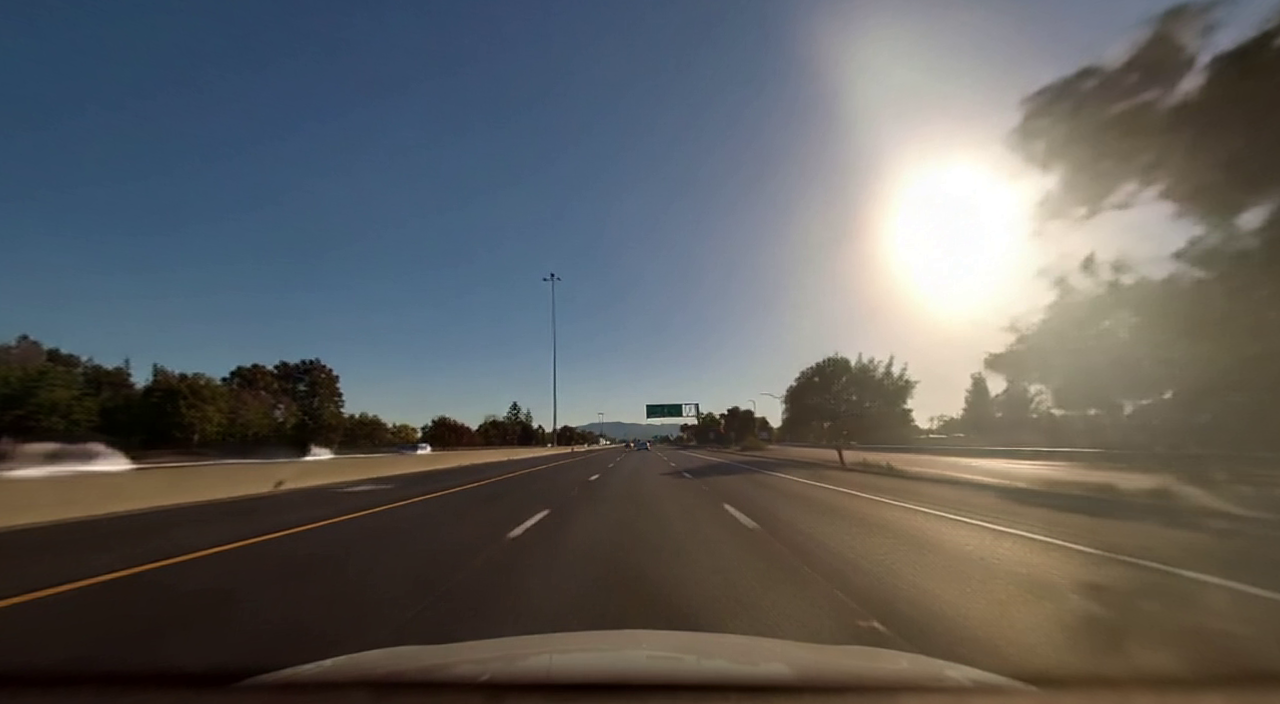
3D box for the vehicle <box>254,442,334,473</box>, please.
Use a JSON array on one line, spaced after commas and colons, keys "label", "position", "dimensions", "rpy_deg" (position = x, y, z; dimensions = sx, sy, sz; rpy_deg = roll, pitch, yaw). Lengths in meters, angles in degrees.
[{"label": "vehicle", "position": [-19.635, 5.983, 36.018], "dimensions": [1.936, 1.604, 4.556], "rpy_deg": [0, -8, 0]}]
